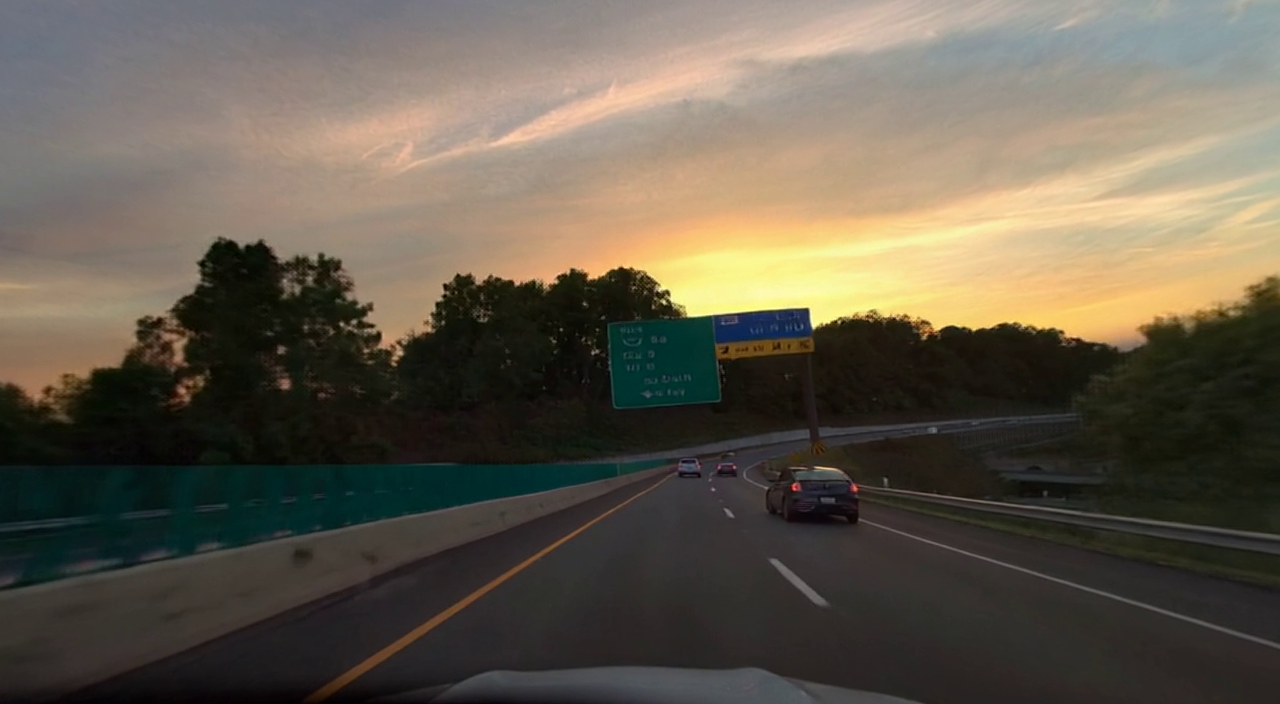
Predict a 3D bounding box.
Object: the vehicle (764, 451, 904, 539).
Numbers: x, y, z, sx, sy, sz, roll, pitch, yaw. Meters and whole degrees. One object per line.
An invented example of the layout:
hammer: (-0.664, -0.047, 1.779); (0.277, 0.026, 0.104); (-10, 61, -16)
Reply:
vehicle: (4.050, 3.070, 13.954); (2.023, 1.593, 4.105); (0, -10, 4)
